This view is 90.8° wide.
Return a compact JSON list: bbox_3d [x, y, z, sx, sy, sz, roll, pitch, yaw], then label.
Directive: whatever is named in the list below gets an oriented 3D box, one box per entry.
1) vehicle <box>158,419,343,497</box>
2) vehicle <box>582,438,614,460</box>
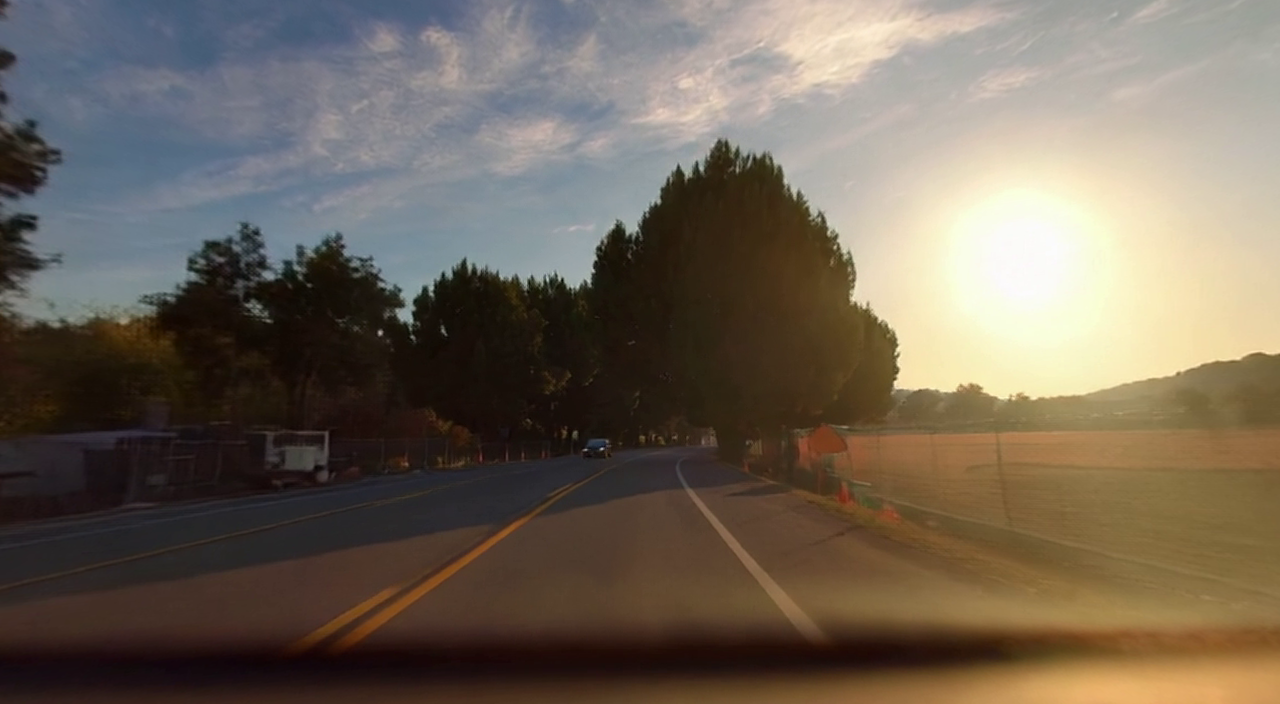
[{"bbox_3d":[-12.056,3.312,20.305,2.244,2.022,6.102,-2,-8,-2],"label":"vehicle"},{"bbox_3d":[-3.009,7.075,46.225,1.737,1.525,3.760,-1,-8,5],"label":"vehicle"}]
